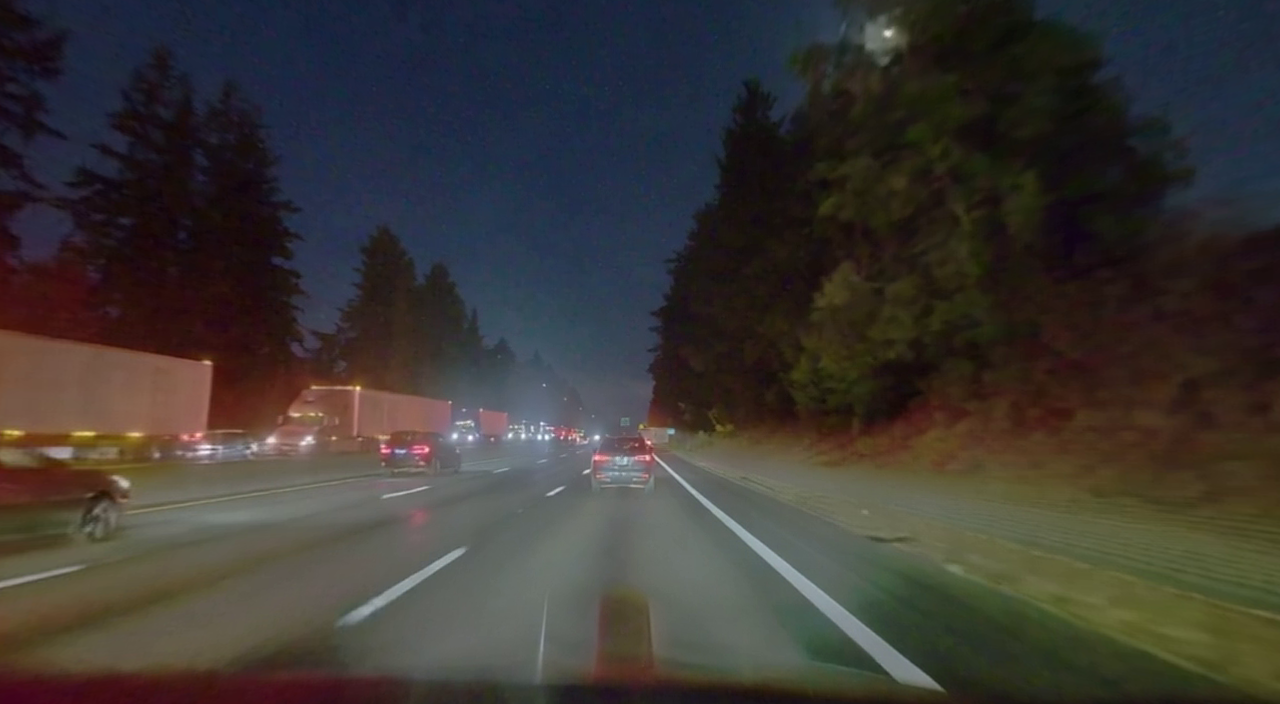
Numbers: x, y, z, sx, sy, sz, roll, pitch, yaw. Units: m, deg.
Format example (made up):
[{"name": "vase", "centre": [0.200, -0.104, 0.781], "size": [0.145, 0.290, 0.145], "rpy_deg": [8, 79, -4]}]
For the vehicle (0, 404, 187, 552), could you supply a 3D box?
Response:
[{"name": "vehicle", "centre": [-7.728, 1.422, 7.277], "size": [2.088, 1.531, 3.791], "rpy_deg": [0, -8, 1]}]

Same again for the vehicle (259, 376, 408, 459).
[{"name": "vehicle", "centre": [-15.091, 3.512, 32.061], "size": [3.034, 3.627, 9.026], "rpy_deg": [0, -8, 0]}]

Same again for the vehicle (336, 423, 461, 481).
[{"name": "vehicle", "centre": [-7.688, 3.234, 20.590], "size": [2.325, 1.663, 4.426], "rpy_deg": [0, -8, 0]}]

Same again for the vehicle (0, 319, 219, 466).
[{"name": "vehicle", "centre": [-18.945, 1.294, 18.415], "size": [2.886, 3.979, 15.186], "rpy_deg": [0, -8, 0]}]

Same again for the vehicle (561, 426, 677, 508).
[{"name": "vehicle", "centre": [-0.373, 2.435, 13.881], "size": [2.127, 1.497, 4.445], "rpy_deg": [0, -8, 0]}]
